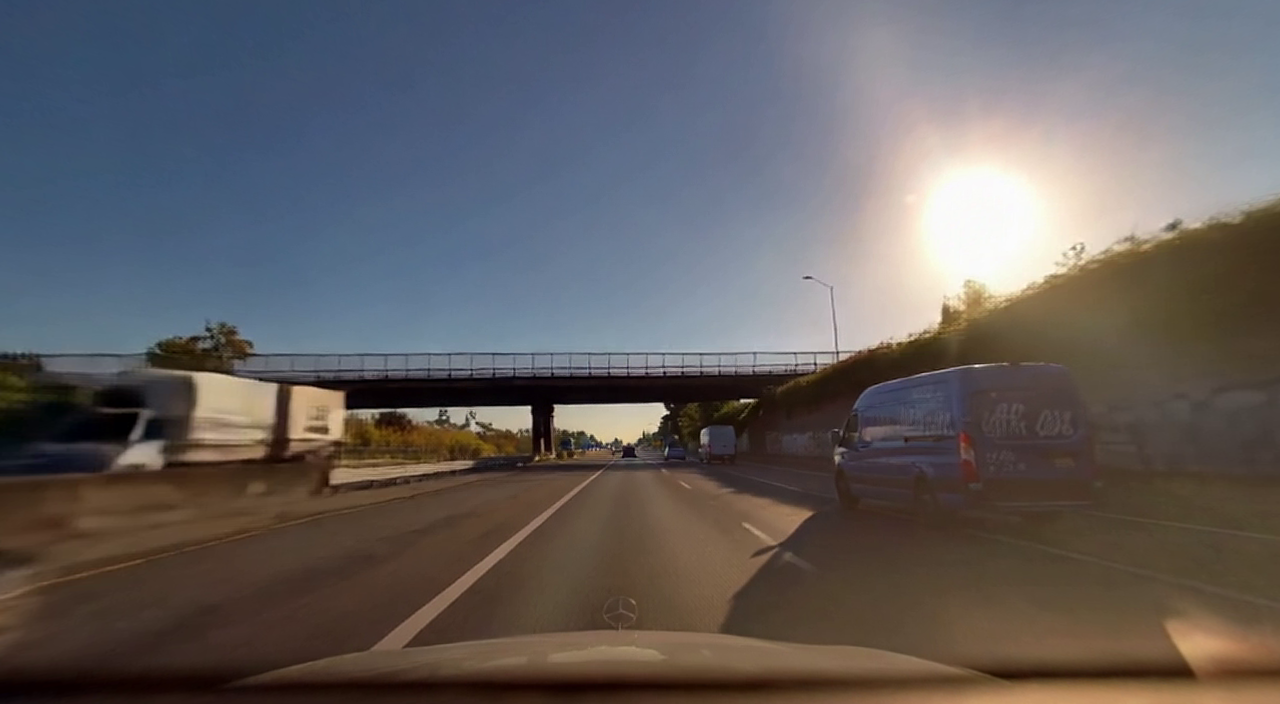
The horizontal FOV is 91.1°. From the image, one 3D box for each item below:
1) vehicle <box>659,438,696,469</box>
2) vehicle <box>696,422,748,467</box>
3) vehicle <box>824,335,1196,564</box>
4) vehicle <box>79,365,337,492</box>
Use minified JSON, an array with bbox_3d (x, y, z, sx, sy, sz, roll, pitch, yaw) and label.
[{"bbox_3d":[2.516,6.941,43.224,2.007,1.943,5.010,0,-9,-3],"label":"vehicle"},{"bbox_3d":[6.356,7.376,49.958,2.761,3.225,7.624,0,-9,-2],"label":"vehicle"},{"bbox_3d":[5.118,1.531,10.194,2.283,2.631,5.719,0,-9,-2],"label":"vehicle"},{"bbox_3d":[-16.377,3.235,25.493,2.954,4.027,10.716,0,-9,-1],"label":"vehicle"}]
